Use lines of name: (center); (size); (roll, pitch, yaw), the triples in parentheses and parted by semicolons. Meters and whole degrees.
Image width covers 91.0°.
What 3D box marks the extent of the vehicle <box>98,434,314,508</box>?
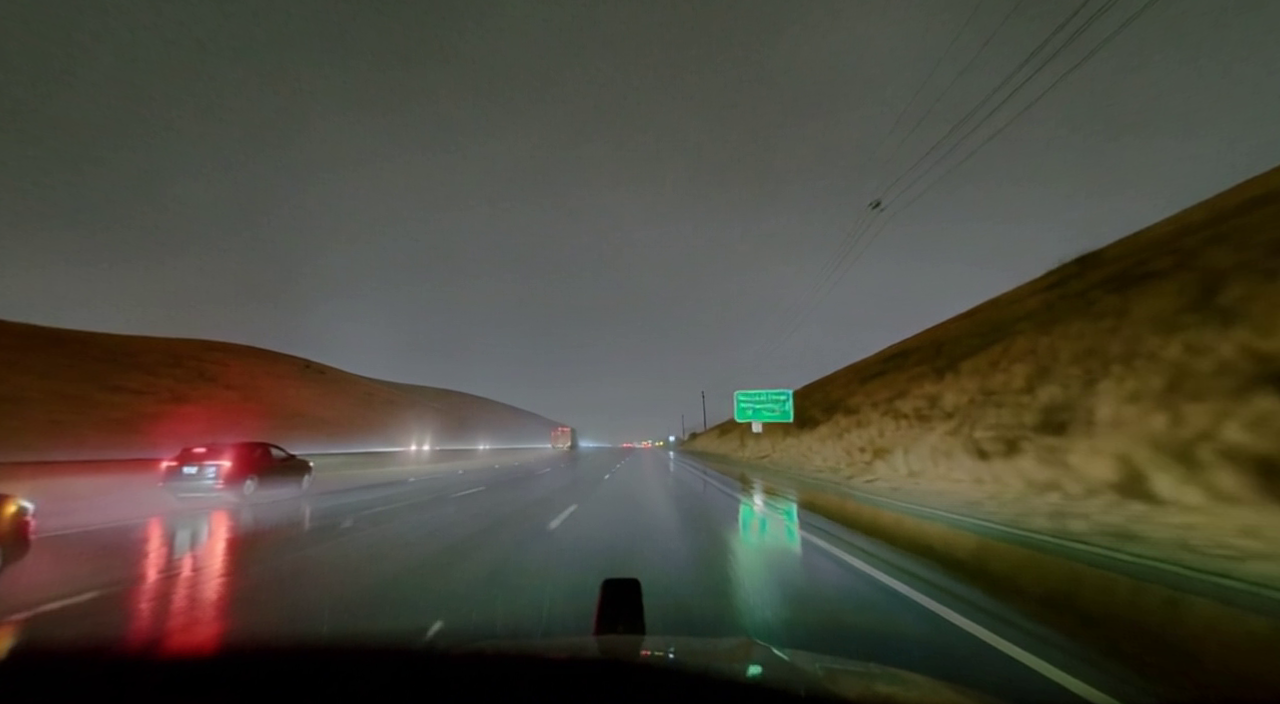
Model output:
vehicle: (-10.648, 2.928, 16.071); (1.971, 1.558, 4.847); (0, -9, 1)
